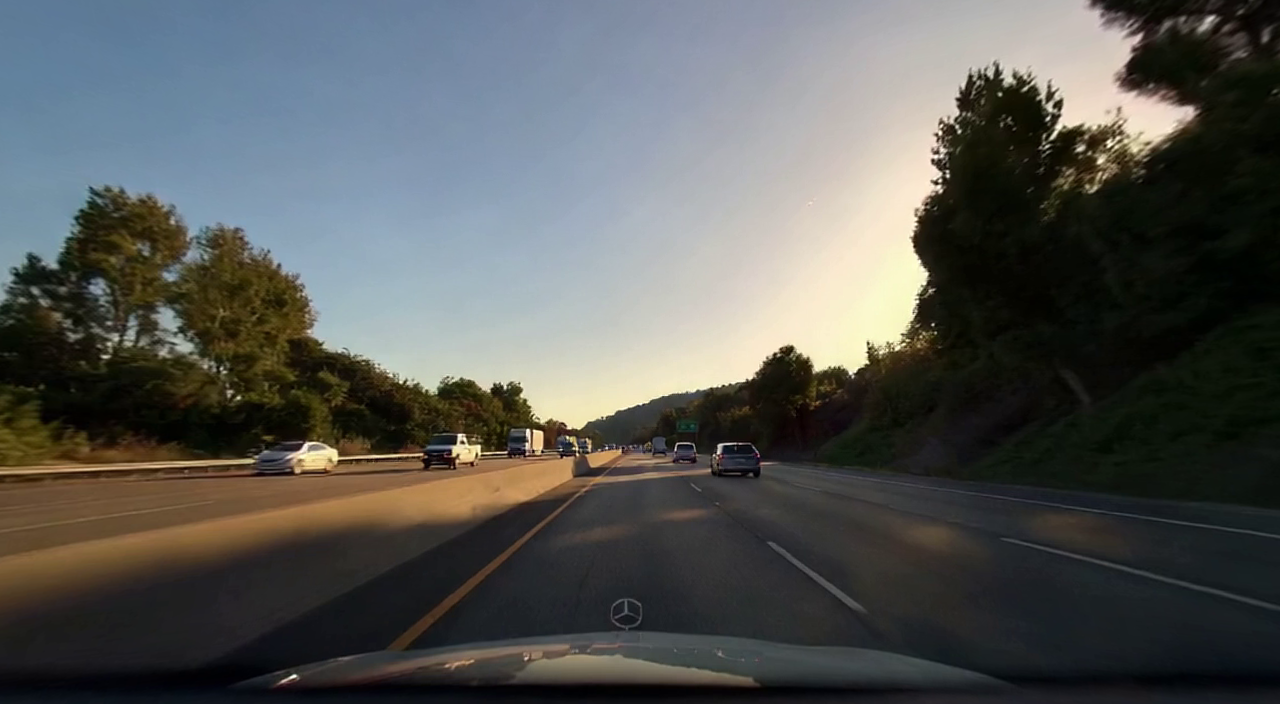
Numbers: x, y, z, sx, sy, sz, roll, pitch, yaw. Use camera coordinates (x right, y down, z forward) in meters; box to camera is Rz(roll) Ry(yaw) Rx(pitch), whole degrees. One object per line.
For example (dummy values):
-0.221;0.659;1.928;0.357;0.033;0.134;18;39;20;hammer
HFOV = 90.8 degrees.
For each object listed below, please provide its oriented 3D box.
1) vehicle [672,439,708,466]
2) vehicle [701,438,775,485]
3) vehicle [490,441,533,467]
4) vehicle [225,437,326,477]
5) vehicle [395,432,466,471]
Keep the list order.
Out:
3.456;7.127;44.794;2.070;1.751;4.576;0;-9;-2;vehicle
3.593;4.110;23.861;2.023;1.603;4.159;0;-9;-2;vehicle
-8.107;6.490;40.252;1.891;1.529;4.218;0;-9;0;vehicle
-16.524;4.779;28.891;1.922;1.695;4.498;0;-9;0;vehicle
-11.645;5.585;35.466;2.234;1.981;5.152;0;-9;0;vehicle
